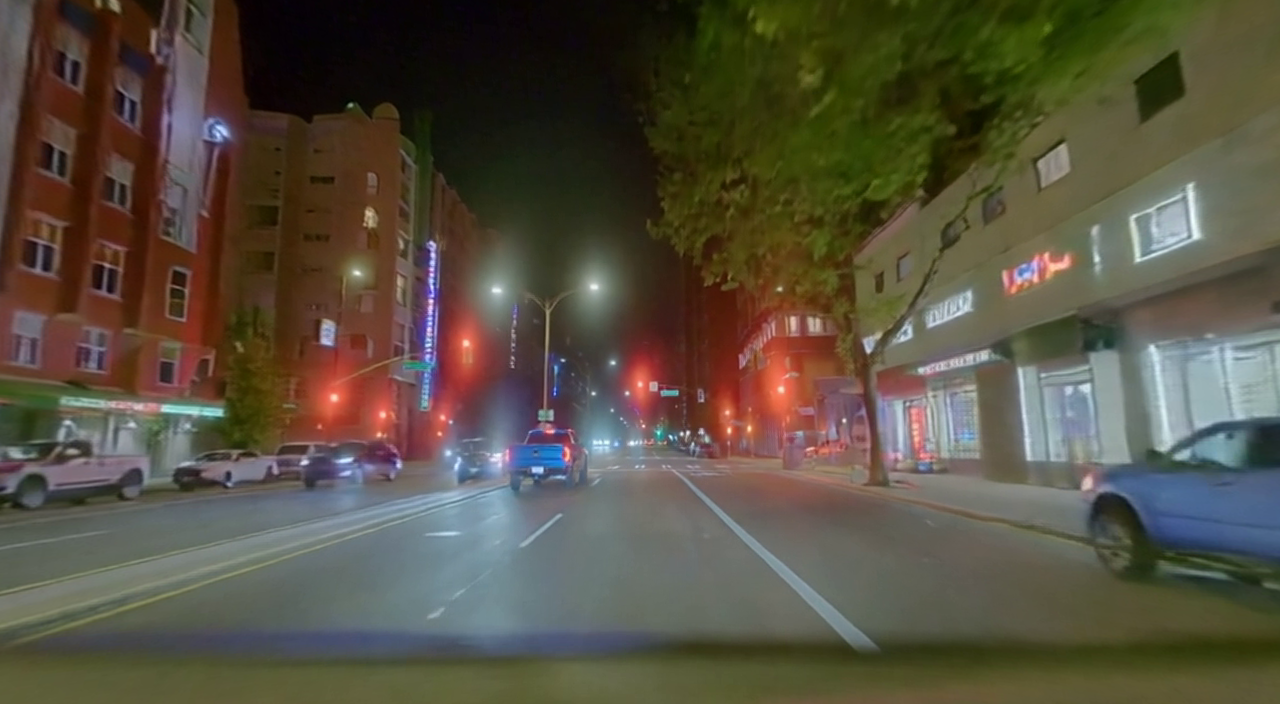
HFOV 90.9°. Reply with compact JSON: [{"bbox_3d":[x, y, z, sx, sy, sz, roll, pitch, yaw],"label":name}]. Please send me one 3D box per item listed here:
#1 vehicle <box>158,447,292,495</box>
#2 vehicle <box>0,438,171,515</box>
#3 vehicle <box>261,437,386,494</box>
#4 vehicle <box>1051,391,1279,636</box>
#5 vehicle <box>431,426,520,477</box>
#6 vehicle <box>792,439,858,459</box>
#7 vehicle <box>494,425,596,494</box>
[{"bbox_3d":[-16.097,4.606,24.870,2.100,1.596,4.739,-2,-9,0],"label":"vehicle"},{"bbox_3d":[-16.079,3.425,17.859,1.948,1.827,4.730,-2,-8,0],"label":"vehicle"},{"bbox_3d":[-10.051,3.623,20.449,1.894,1.636,4.057,0,-9,1],"label":"vehicle"},{"bbox_3d":[5.806,1.204,4.741,2.137,1.795,4.854,0,-9,0],"label":"vehicle"},{"bbox_3d":[-7.053,4.377,27.864,2.308,1.961,5.807,0,-9,1],"label":"vehicle"},{"bbox_3d":[14.178,7.470,48.389,4.447,1.484,1.928,0,-9,1],"label":"vehicle"},{"bbox_3d":[-2.682,3.220,19.261,2.197,1.786,5.365,0,-9,1],"label":"vehicle"}]
